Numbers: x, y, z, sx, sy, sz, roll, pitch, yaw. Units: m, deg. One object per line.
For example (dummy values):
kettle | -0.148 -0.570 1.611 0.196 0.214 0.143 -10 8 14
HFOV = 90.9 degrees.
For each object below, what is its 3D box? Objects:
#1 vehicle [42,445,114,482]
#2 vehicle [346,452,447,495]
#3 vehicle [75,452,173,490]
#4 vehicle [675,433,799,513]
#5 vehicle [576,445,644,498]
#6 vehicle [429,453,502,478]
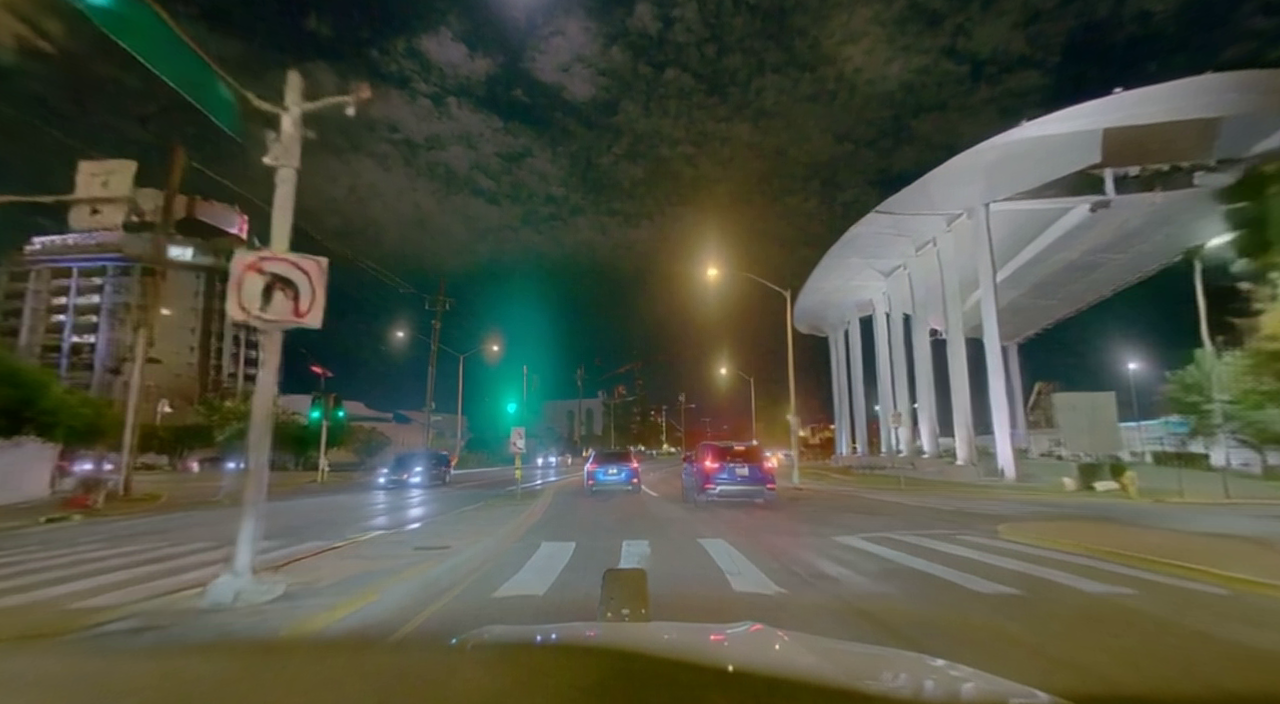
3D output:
vehicle | -30.346 5.997 33.979 4.523 1.855 2.317 -9 -13 42
vehicle | -9.490 4.747 25.096 2.121 1.513 4.827 0 -9 0
vehicle | -23.047 5.228 28.090 4.653 1.459 2.228 -6 -11 37
vehicle | 2.313 3.113 16.643 2.320 1.772 4.872 0 -9 -2
vehicle | -1.001 4.071 21.805 2.132 1.632 3.889 0 -9 -2
vehicle | -11.262 7.341 41.020 2.012 1.490 4.351 -6 -11 29
